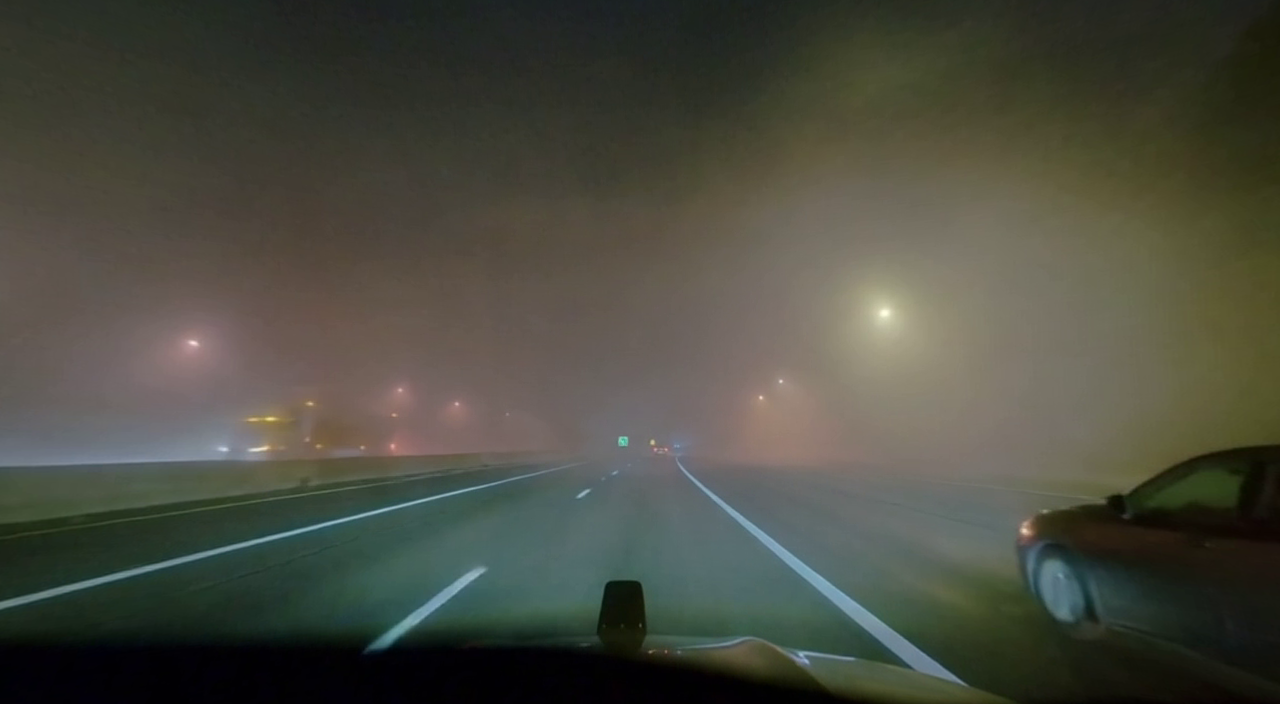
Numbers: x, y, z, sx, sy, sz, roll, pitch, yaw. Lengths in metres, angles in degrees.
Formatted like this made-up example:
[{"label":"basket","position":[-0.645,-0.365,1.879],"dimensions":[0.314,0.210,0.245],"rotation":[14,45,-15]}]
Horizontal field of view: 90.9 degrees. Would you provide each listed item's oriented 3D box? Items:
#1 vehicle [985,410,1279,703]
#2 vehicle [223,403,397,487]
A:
[{"label":"vehicle","position":[3.777,0.996,2.680],"dimensions":[1.999,1.492,4.673],"rotation":[0,-8,1]},{"label":"vehicle","position":[-13.756,4.082,27.413],"dimensions":[2.843,2.970,8.404],"rotation":[-3,-9,2]}]
